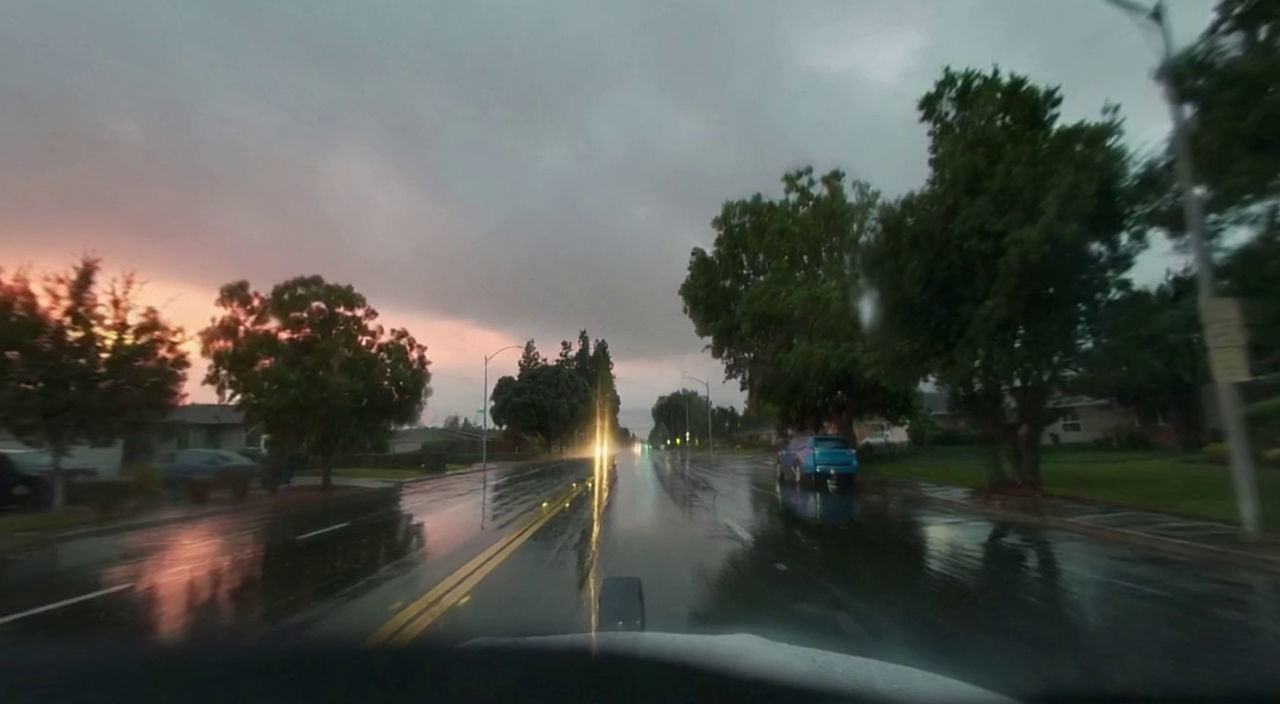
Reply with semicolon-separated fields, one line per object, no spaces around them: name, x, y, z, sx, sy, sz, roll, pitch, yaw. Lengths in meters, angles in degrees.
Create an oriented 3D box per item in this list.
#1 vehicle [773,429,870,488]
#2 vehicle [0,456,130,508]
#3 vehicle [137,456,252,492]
vehicle;6.462;3.865;23.131;2.116;1.844;4.792;2;-9;-1
vehicle;-18.238;3.869;18.972;4.209;1.420;1.865;0;-9;2
vehicle;-21.600;5.922;30.754;4.222;1.596;1.968;-2;-8;6
